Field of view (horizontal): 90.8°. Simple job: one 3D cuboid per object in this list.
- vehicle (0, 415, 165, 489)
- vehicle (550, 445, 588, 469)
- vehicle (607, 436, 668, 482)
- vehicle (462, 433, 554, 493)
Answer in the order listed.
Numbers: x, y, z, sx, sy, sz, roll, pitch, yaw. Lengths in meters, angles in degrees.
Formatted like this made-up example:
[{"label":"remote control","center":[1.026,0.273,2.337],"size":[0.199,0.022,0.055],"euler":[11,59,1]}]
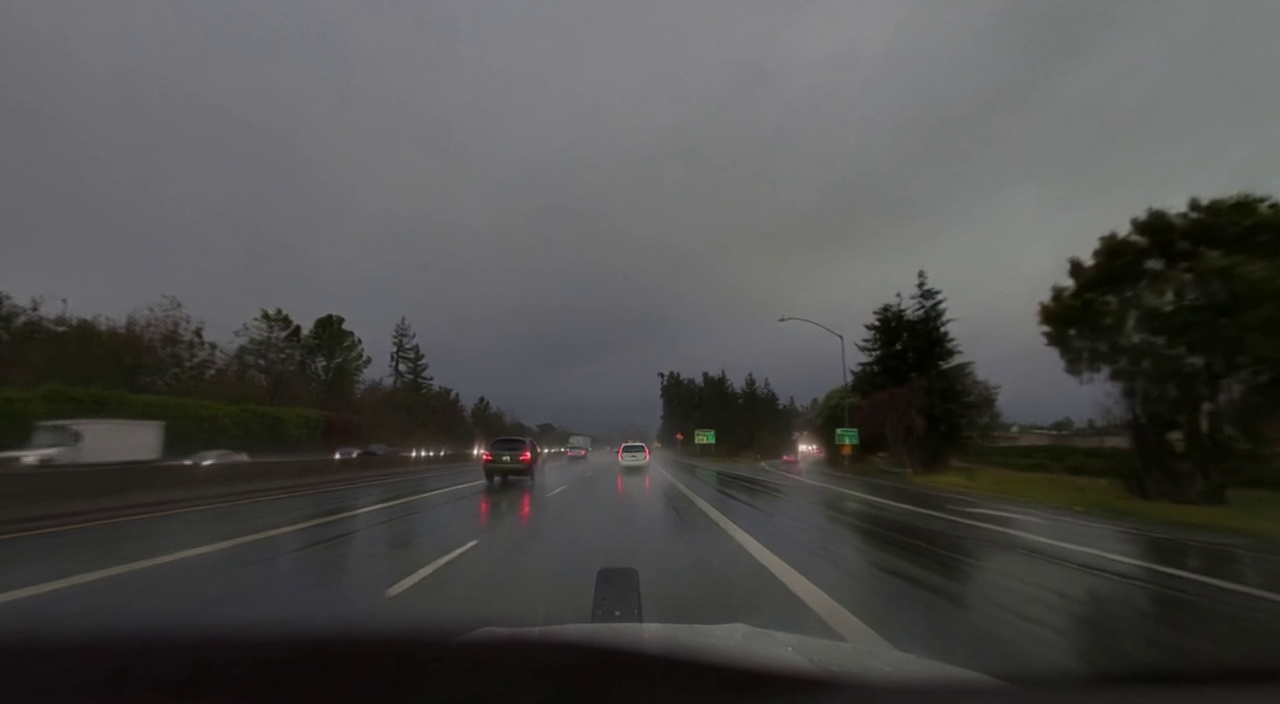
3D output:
[{"label":"vehicle","center":[-21.114,3.673,23.492],"size":[2.586,2.392,5.504],"euler":[0,-8,-1]},{"label":"vehicle","center":[-4.689,7.030,42.402],"size":[2.084,1.528,4.094],"euler":[0,-8,0]},{"label":"vehicle","center":[-0.118,4.470,26.642],"size":[2.378,1.750,4.355],"euler":[0,-8,-1]},{"label":"vehicle","center":[-4.174,3.589,20.782],"size":[2.044,1.717,4.421],"euler":[0,-8,0]}]
